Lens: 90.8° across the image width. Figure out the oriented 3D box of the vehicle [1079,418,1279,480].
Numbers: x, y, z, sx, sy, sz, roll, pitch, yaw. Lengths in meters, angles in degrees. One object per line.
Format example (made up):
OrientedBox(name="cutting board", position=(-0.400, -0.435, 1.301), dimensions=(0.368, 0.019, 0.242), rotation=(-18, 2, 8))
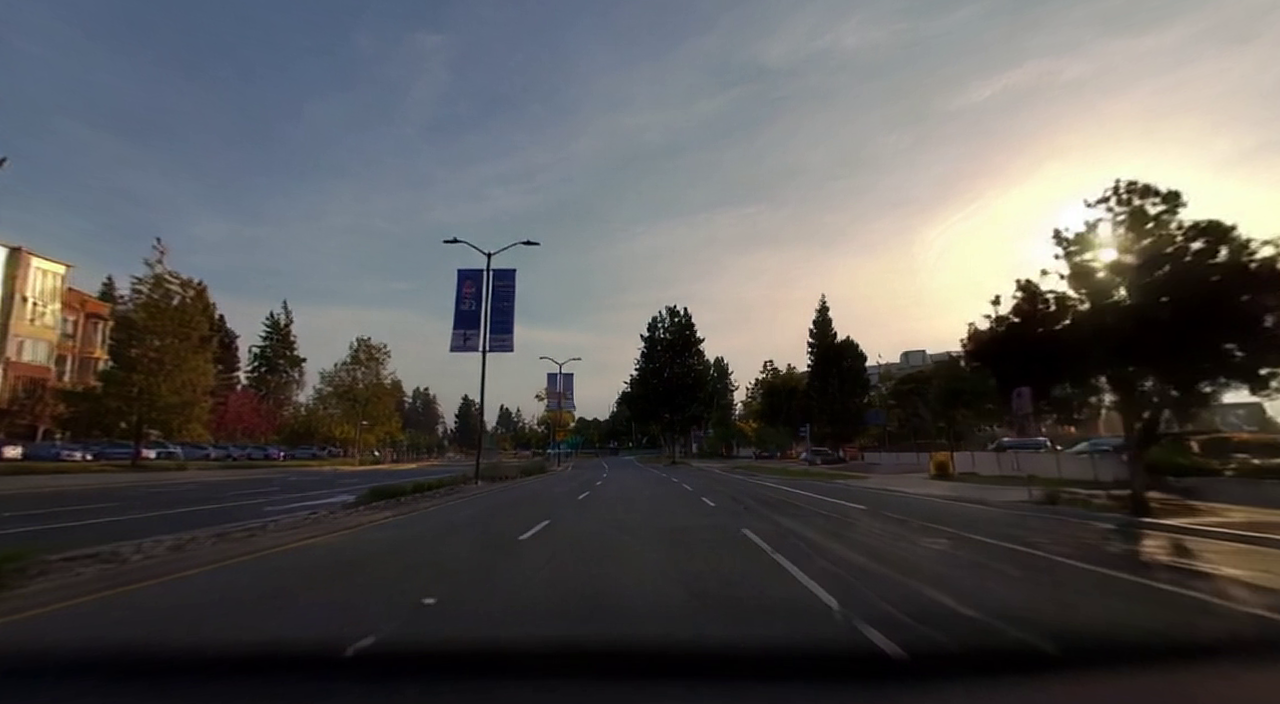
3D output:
OrientedBox(name="vehicle", position=(37.770, 6.731, 43.376), dimensions=(3.455, 3.683, 12.209), rotation=(6, -10, -24))
